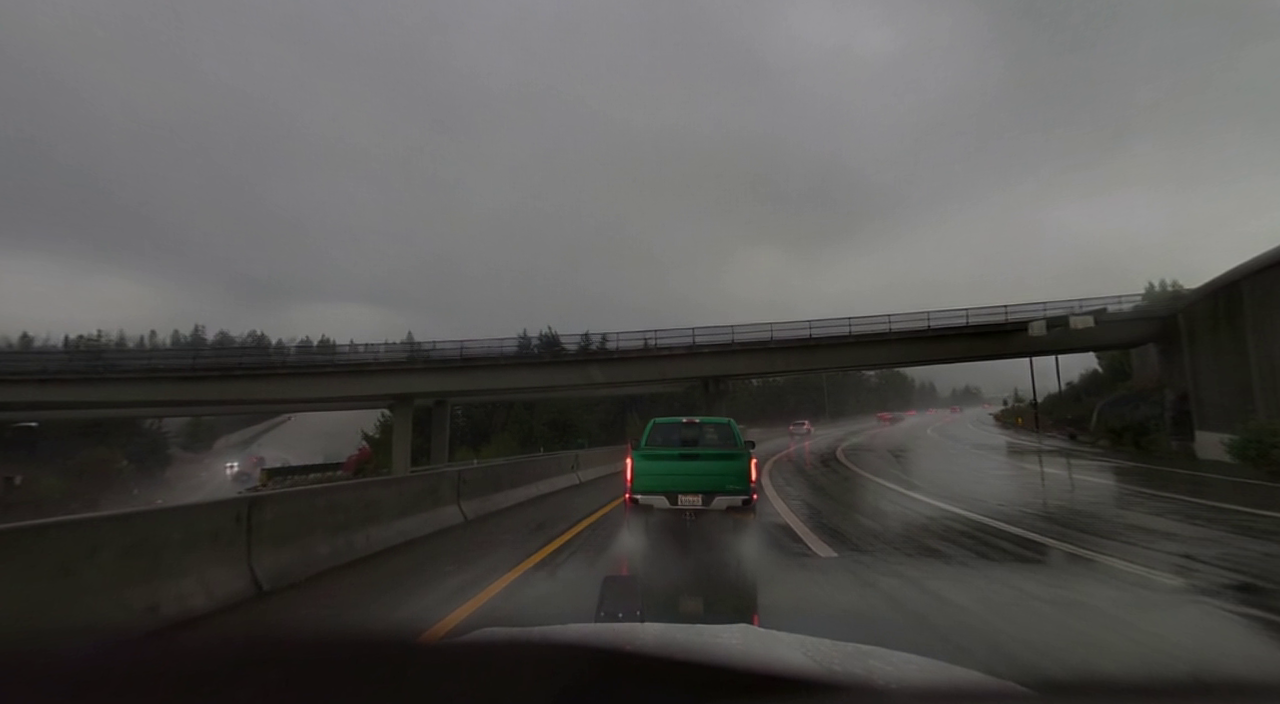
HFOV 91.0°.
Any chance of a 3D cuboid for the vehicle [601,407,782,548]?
[{"bbox_3d":[0.829,1.887,10.117,2.235,1.716,4.435,-1,-8,5],"label":"vehicle"}]
